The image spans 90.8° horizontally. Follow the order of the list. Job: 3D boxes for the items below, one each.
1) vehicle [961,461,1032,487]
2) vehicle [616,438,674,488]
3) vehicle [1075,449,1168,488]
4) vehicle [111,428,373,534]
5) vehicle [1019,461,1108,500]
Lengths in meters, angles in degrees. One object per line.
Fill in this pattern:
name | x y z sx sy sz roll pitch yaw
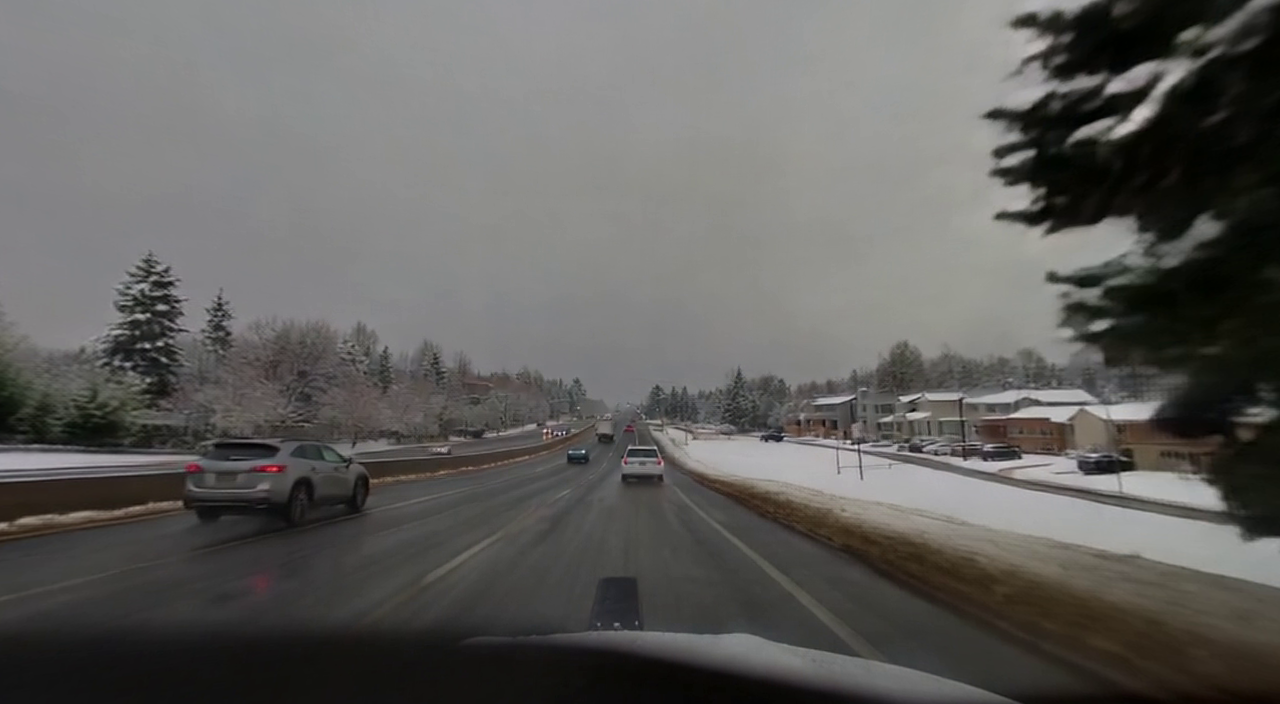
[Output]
vehicle | 25.315 8.669 45.051 1.862 1.481 4.503 0 -7 -9
vehicle | 0.179 4.511 25.924 2.125 1.830 4.370 -1 -9 0
vehicle | 34.096 8.220 44.885 4.850 1.840 1.939 5 0 22
vehicle | -7.438 2.452 12.674 1.997 1.650 5.090 -1 -9 -1
vehicle | 25.965 7.866 38.932 1.975 1.950 4.526 -1 -7 -6
